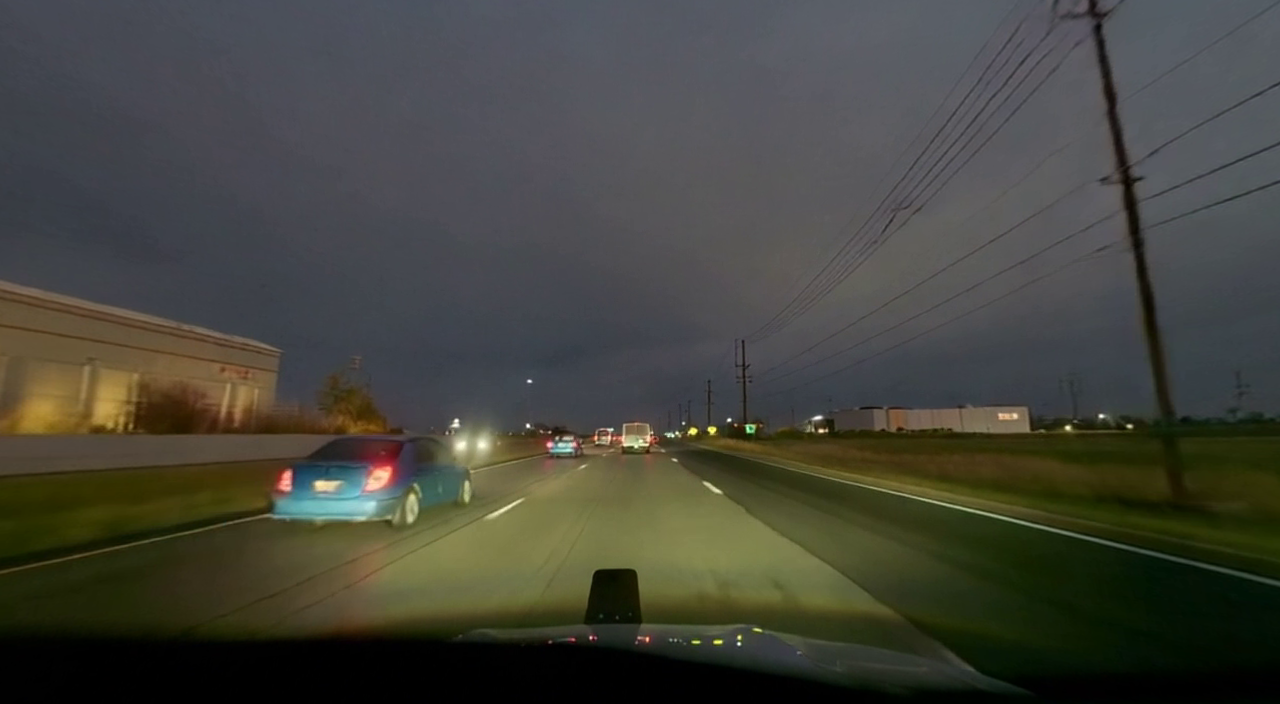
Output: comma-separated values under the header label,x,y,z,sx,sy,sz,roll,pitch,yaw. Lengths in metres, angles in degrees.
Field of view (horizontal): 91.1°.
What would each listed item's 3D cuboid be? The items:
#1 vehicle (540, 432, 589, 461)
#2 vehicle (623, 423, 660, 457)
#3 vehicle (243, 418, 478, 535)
label,x,y,z,sx,sy,sz,roll,pitch,yaw
vehicle,-4.067,5.151,34.483,2.087,1.464,4.853,0,-8,0
vehicle,0.030,5.628,40.346,2.213,1.997,4.456,0,-8,-1
vehicle,-4.309,1.961,10.597,2.058,1.557,4.125,0,-8,0
